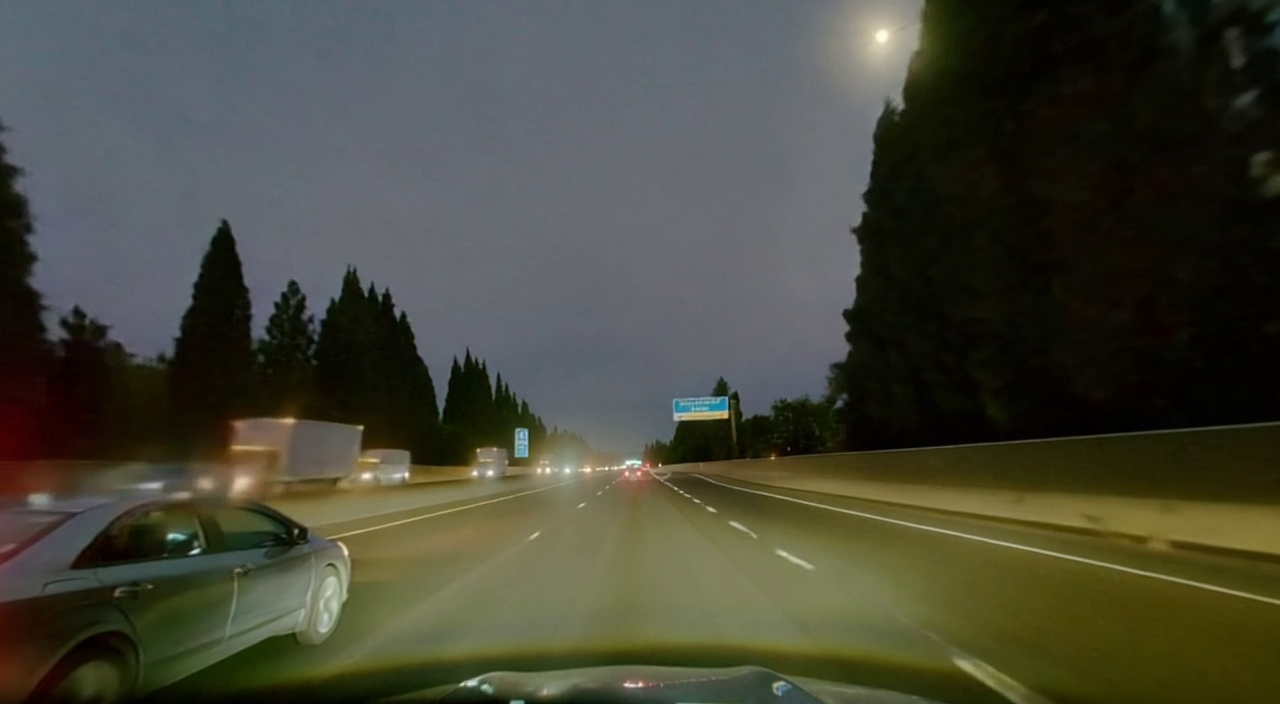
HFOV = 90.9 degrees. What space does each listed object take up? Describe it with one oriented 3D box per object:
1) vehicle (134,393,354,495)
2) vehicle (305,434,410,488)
[{"bbox_3d":[-17.221,4.405,28.935,3.017,3.740,10.738,1,-10,0],"label":"vehicle"},{"bbox_3d":[-17.166,6.767,38.967,2.842,2.917,7.530,0,-10,1],"label":"vehicle"}]
